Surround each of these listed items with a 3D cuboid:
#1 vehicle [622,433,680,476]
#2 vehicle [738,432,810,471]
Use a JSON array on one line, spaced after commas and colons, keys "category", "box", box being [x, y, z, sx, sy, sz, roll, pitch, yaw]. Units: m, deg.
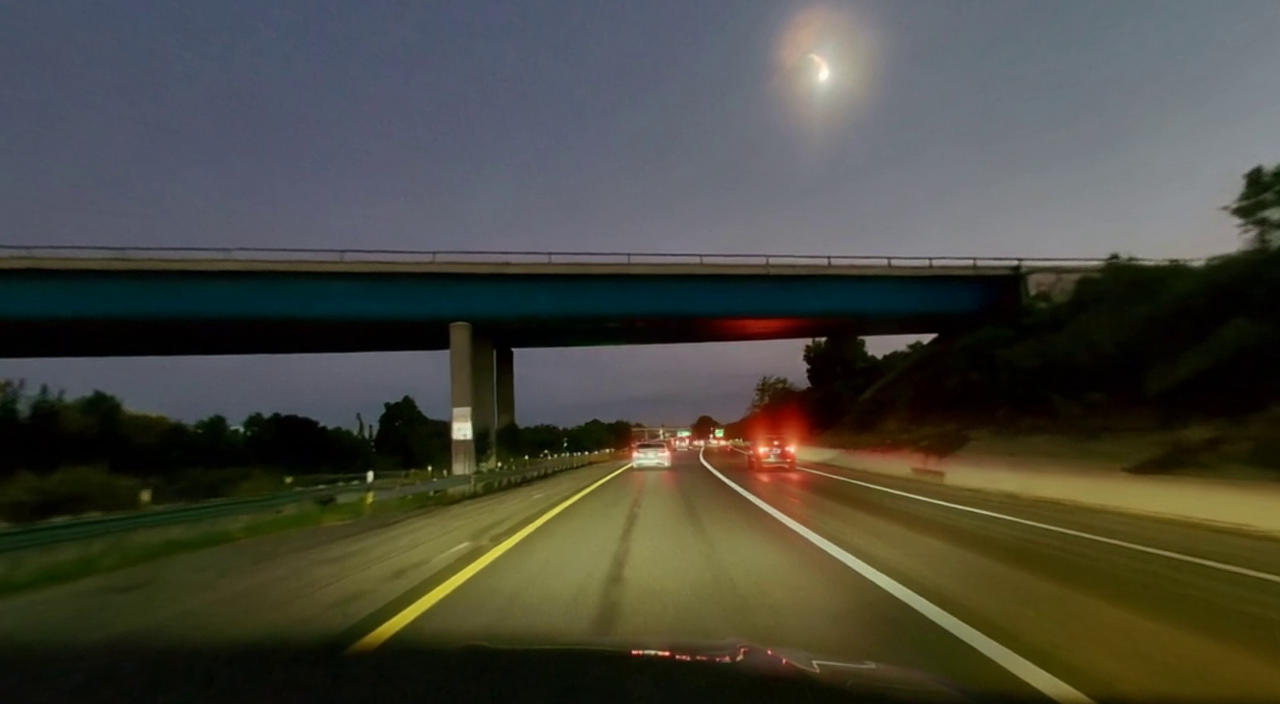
[{"category": "vehicle", "box": [0.479, 3.815, 23.695, 1.993, 1.461, 3.812, -1, -8, 3]}, {"category": "vehicle", "box": [5.496, 4.150, 26.488, 2.163, 1.489, 4.470, 0, -8, 2]}]
